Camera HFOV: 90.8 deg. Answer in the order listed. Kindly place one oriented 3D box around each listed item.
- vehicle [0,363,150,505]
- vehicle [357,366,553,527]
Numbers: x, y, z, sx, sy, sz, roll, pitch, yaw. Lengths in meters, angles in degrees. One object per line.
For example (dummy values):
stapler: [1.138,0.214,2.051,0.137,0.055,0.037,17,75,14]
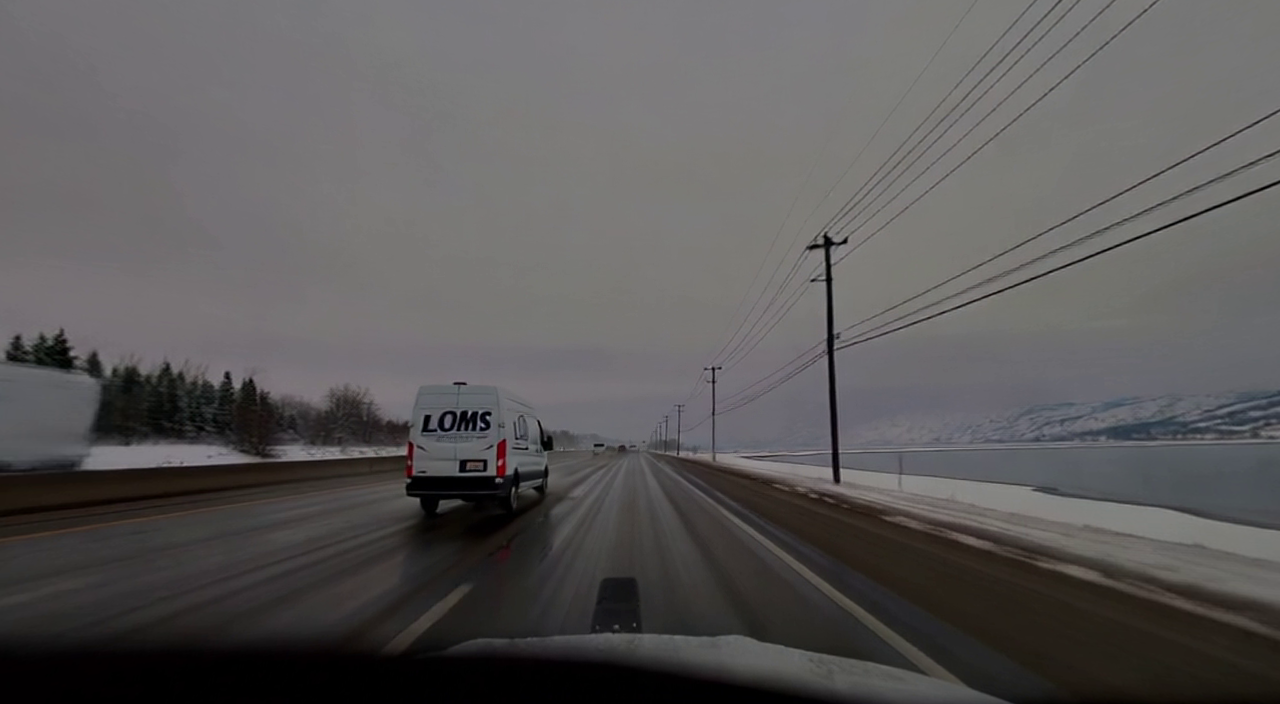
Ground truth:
vehicle: [-17.614,1.744,13.824,3.014,3.530,13.679,0,-9,-1]
vehicle: [-3.611,2.096,14.179,2.331,2.757,6.581,0,-8,1]
